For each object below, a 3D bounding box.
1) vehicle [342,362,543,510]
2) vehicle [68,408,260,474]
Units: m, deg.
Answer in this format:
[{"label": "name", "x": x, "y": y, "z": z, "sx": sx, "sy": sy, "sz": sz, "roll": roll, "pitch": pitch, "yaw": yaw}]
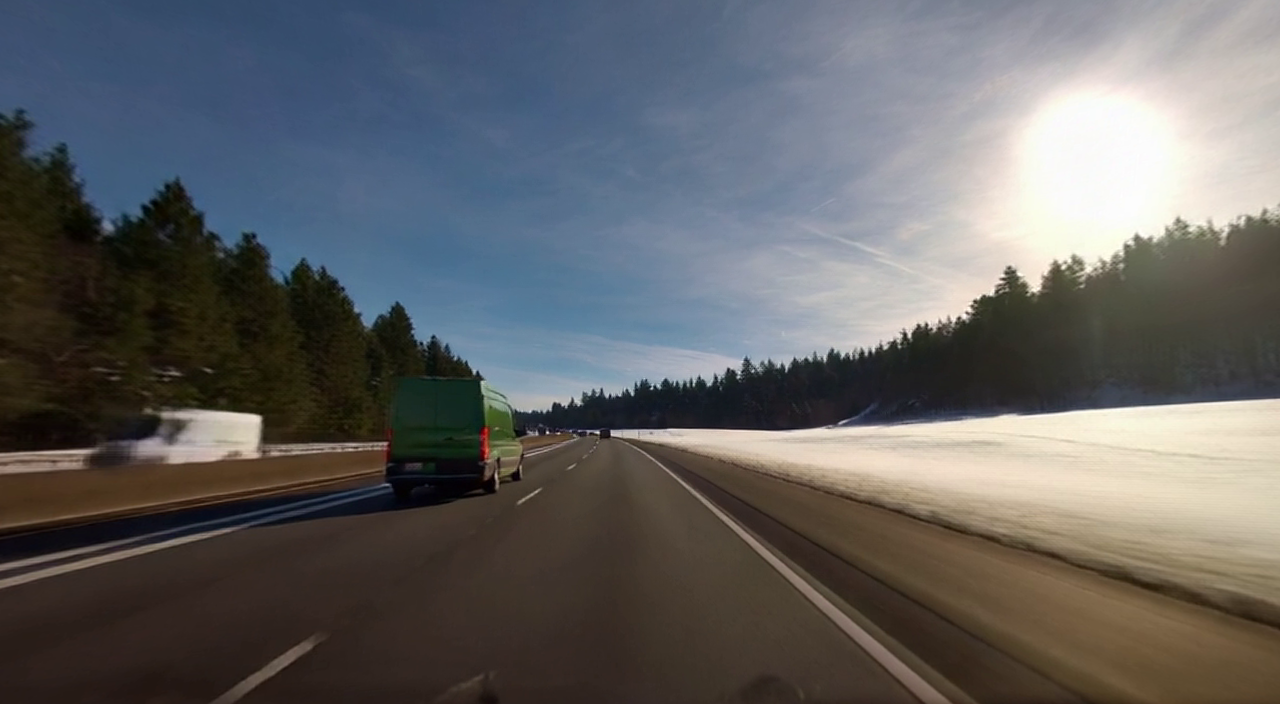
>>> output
[{"label": "vehicle", "x": -3.792, "y": 1.789, "z": 13.517, "sx": 2.561, "sy": 2.509, "sz": 5.465, "roll": 0, "pitch": -8, "yaw": -1}, {"label": "vehicle", "x": -14.595, "y": 2.787, "z": 19.813, "sx": 2.085, "sy": 1.796, "sz": 5.128, "roll": 0, "pitch": -8, "yaw": -1}]
